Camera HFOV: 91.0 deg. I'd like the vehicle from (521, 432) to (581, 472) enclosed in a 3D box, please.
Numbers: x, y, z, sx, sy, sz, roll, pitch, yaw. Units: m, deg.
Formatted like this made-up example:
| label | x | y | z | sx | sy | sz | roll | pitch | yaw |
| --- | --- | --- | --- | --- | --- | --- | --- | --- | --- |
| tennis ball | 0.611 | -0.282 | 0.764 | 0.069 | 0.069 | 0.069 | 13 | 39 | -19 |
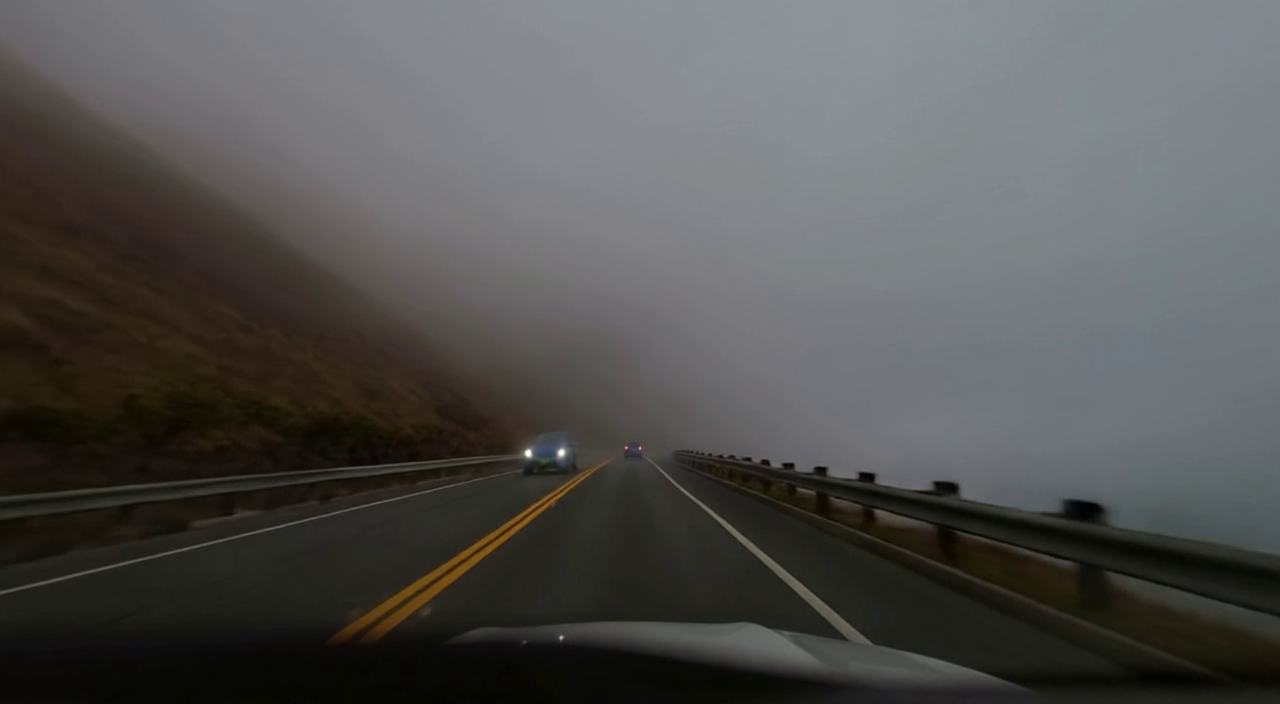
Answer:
| label | x | y | z | sx | sy | sz | roll | pitch | yaw |
| --- | --- | --- | --- | --- | --- | --- | --- | --- | --- |
| vehicle | -4.316 | 4.975 | 31.421 | 2.180 | 1.826 | 5.350 | 0 | -9 | 0 |
